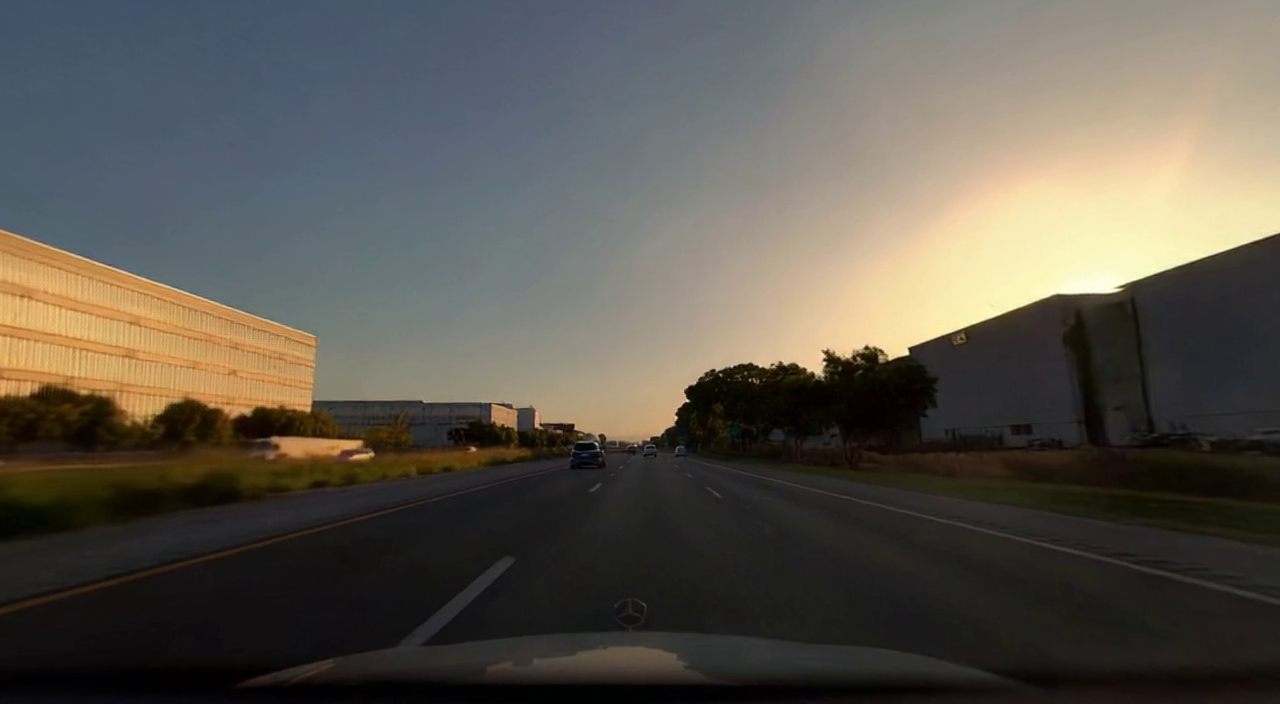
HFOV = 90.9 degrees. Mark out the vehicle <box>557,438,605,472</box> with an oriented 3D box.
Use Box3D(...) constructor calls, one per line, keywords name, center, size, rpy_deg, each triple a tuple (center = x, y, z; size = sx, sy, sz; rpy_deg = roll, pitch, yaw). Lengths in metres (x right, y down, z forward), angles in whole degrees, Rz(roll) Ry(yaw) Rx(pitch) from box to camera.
Box3D(name="vehicle", center=(-3.358, 6.021, 37.064), size=(2.218, 1.850, 4.774), rpy_deg=(-1, -9, 2))
